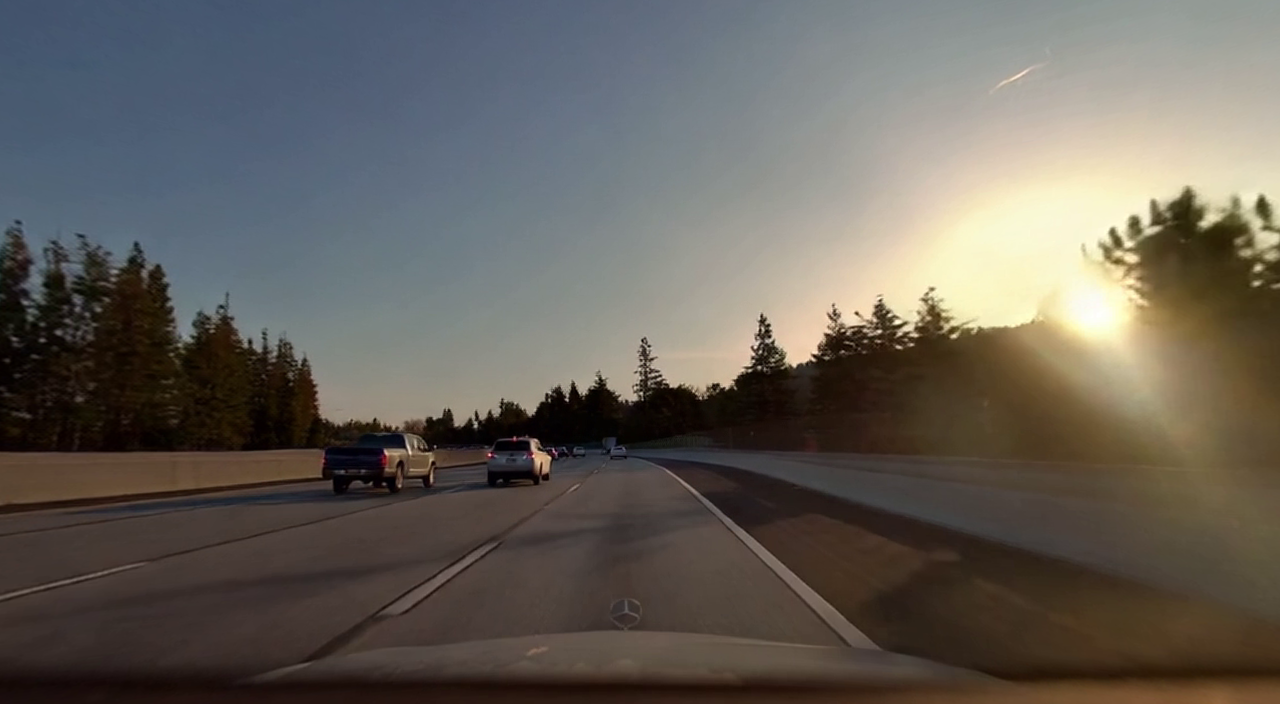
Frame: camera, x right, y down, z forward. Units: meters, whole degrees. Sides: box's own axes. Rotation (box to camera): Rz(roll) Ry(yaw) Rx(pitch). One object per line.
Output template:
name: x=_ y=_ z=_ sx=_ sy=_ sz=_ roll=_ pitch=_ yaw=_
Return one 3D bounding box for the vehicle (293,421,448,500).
vehicle: x=-7.533 y=3.093 z=18.305 sx=2.160 sy=1.949 sz=5.293 roll=0 pitch=-8 yaw=0

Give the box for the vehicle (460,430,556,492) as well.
vehicle: x=-4.181 y=3.534 z=20.818 sx=2.142 sy=1.789 sz=5.009 roll=0 pitch=-8 yaw=-1
